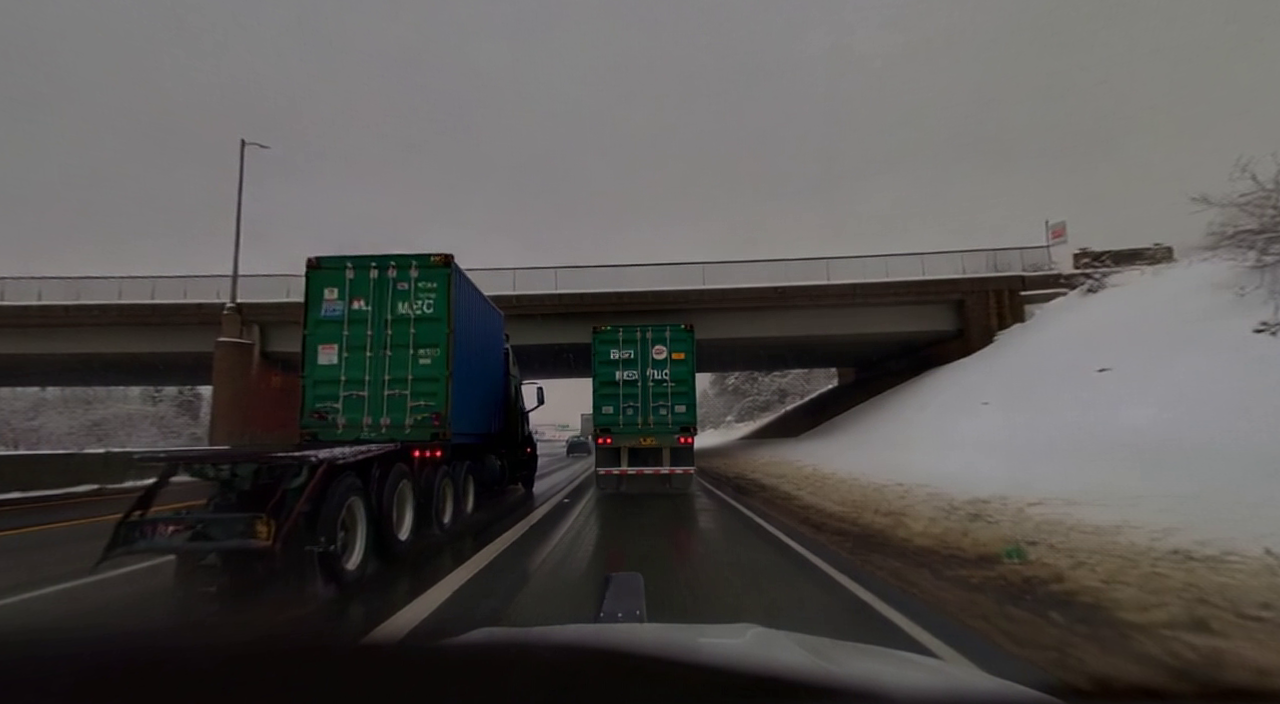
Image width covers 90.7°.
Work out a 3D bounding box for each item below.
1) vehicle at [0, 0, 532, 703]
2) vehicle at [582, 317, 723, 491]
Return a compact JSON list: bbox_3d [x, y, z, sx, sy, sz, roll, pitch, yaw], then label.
[{"bbox_3d":[-3.665,0.019,5.711,2.873,4.198,13.317,-1,-8,1],"label":"vehicle"},{"bbox_3d":[0.266,1.767,19.076,3.357,4.212,7.519,0,-8,0],"label":"vehicle"}]
